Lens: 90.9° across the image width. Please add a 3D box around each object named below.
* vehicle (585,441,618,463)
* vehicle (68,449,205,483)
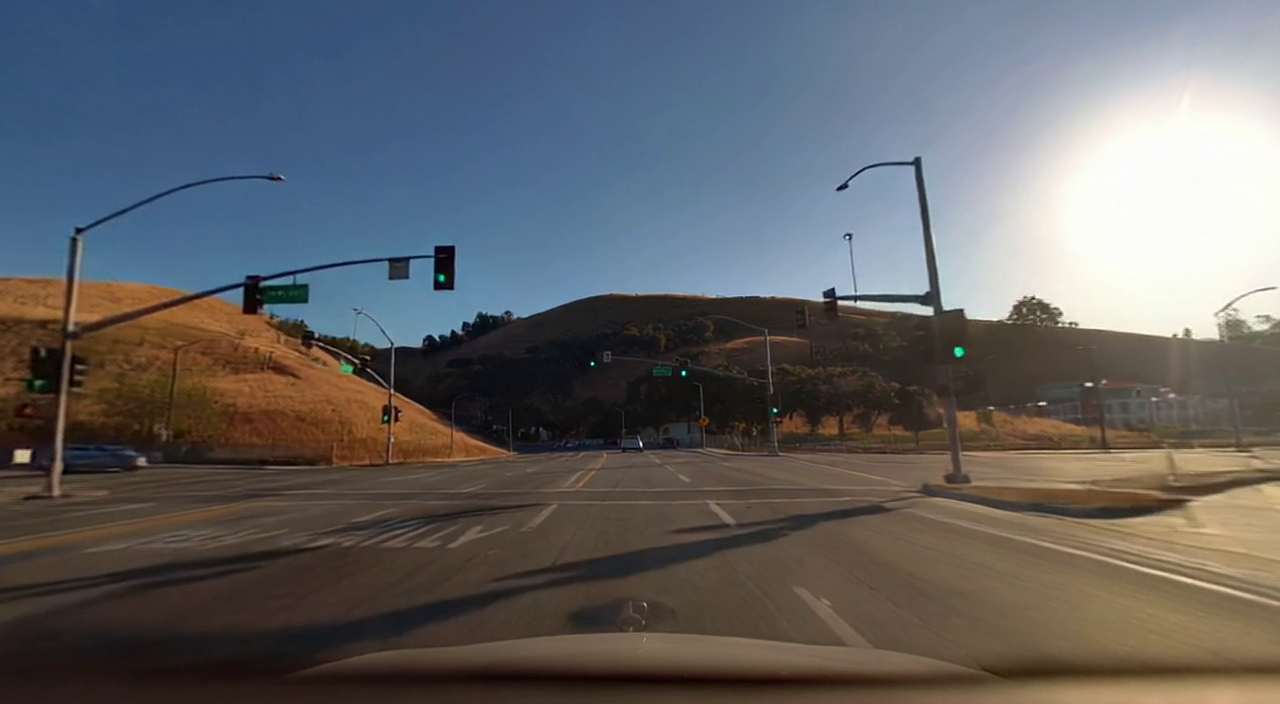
[{"bbox_3d":[-2.961,7.869,49.499,1.723,1.522,3.791,-5,-10,8],"label":"vehicle"},{"bbox_3d":[-22.181,5.013,27.867,4.518,1.423,1.888,-1,-8,4],"label":"vehicle"}]
